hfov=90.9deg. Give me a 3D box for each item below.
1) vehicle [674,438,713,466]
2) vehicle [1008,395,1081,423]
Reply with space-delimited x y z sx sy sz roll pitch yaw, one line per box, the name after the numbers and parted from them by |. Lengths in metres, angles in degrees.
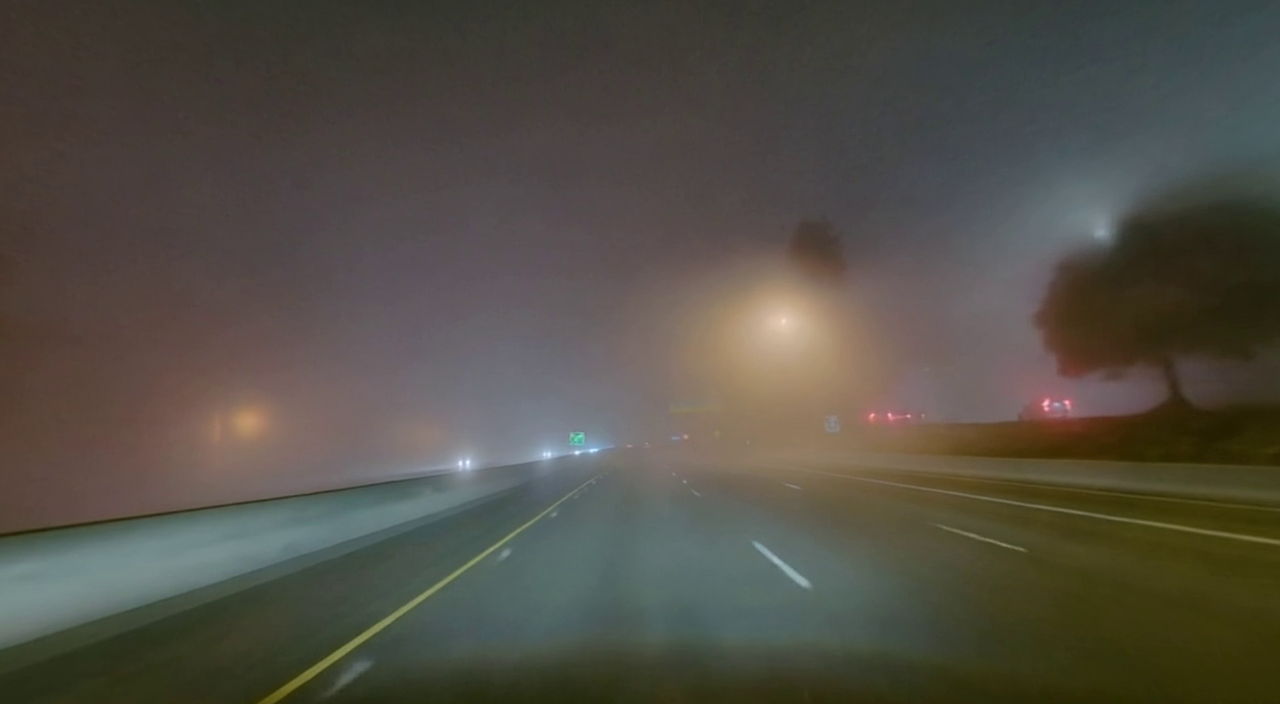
3.471 6.606 41.759 2.099 1.748 4.331 0 -8 -2 | vehicle
25.722 3.671 40.253 1.887 1.537 3.996 0 -8 -1 | vehicle
